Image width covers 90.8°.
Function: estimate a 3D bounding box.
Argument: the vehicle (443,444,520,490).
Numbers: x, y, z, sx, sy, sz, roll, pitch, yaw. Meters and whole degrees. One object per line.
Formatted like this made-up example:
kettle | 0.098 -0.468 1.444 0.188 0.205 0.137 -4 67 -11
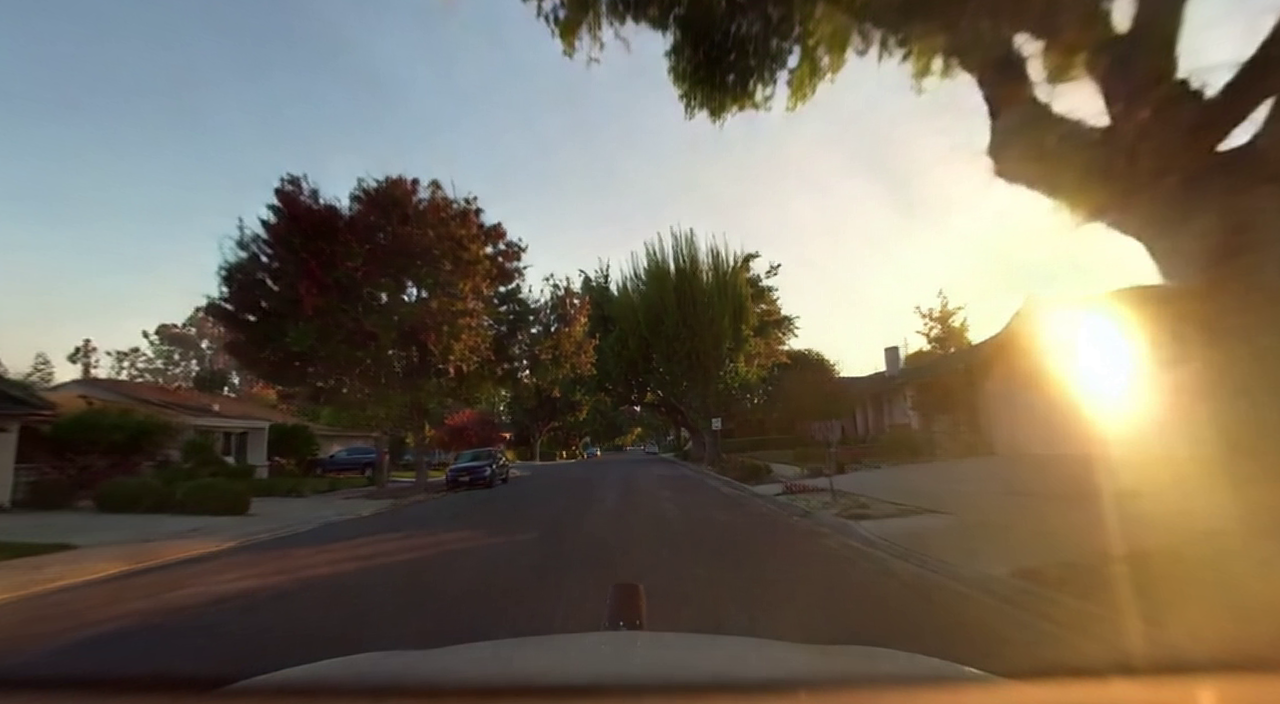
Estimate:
vehicle | -6.585 4.837 26.927 2.078 1.745 5.119 0 -9 -1
